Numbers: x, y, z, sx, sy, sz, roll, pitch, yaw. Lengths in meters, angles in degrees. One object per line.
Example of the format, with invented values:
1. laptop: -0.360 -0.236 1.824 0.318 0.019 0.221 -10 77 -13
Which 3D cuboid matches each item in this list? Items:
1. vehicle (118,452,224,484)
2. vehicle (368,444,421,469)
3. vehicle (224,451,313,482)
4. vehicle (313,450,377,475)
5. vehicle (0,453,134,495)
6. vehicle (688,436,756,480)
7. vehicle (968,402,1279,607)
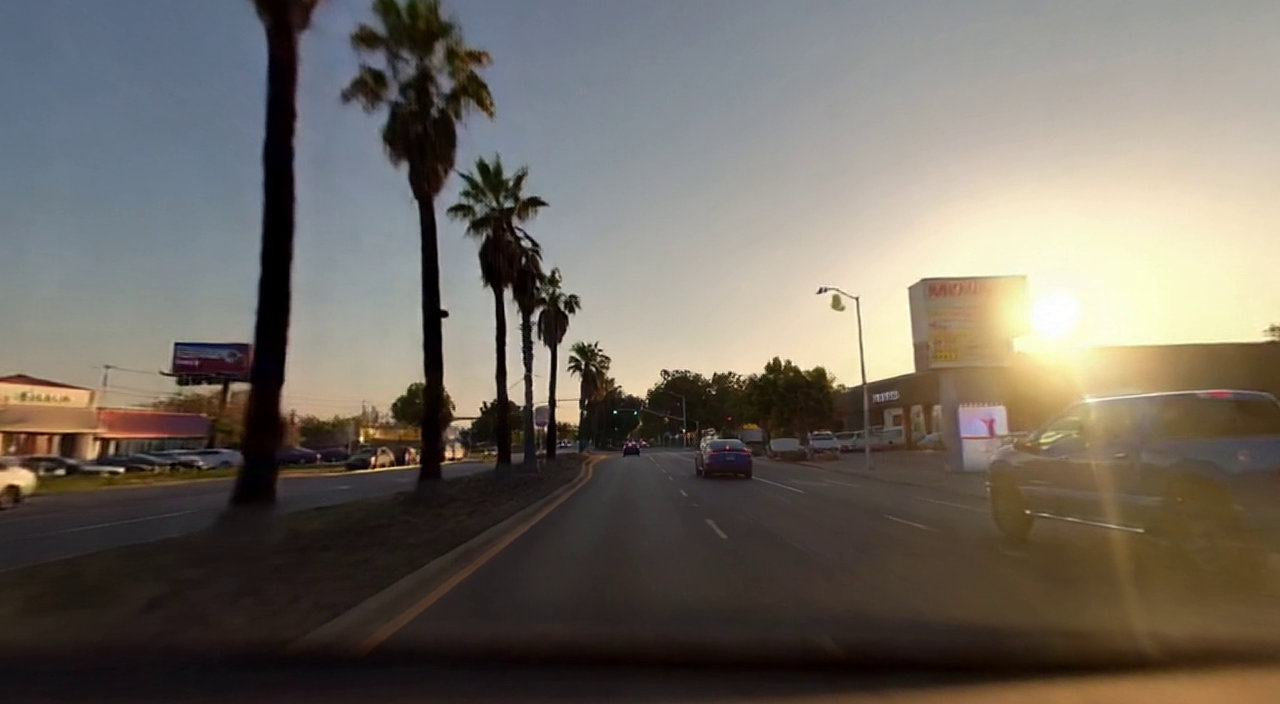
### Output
1. vehicle: -24.429 6.028 33.182 1.899 1.499 4.911 0 -9 -1
2. vehicle: -19.295 8.203 49.948 2.066 1.825 5.291 0 -8 0
3. vehicle: -19.470 6.002 33.385 1.900 1.481 4.684 0 -8 0
4. vehicle: -19.564 7.291 42.120 1.871 1.519 5.002 0 -8 0
5. vehicle: -24.299 5.080 26.781 1.843 1.548 4.645 0 -9 -1
6. vehicle: 3.092 4.084 24.632 1.889 1.541 4.303 0 -8 -2
7. vehicle: 6.124 1.490 6.895 2.140 1.606 5.437 0 -8 0
